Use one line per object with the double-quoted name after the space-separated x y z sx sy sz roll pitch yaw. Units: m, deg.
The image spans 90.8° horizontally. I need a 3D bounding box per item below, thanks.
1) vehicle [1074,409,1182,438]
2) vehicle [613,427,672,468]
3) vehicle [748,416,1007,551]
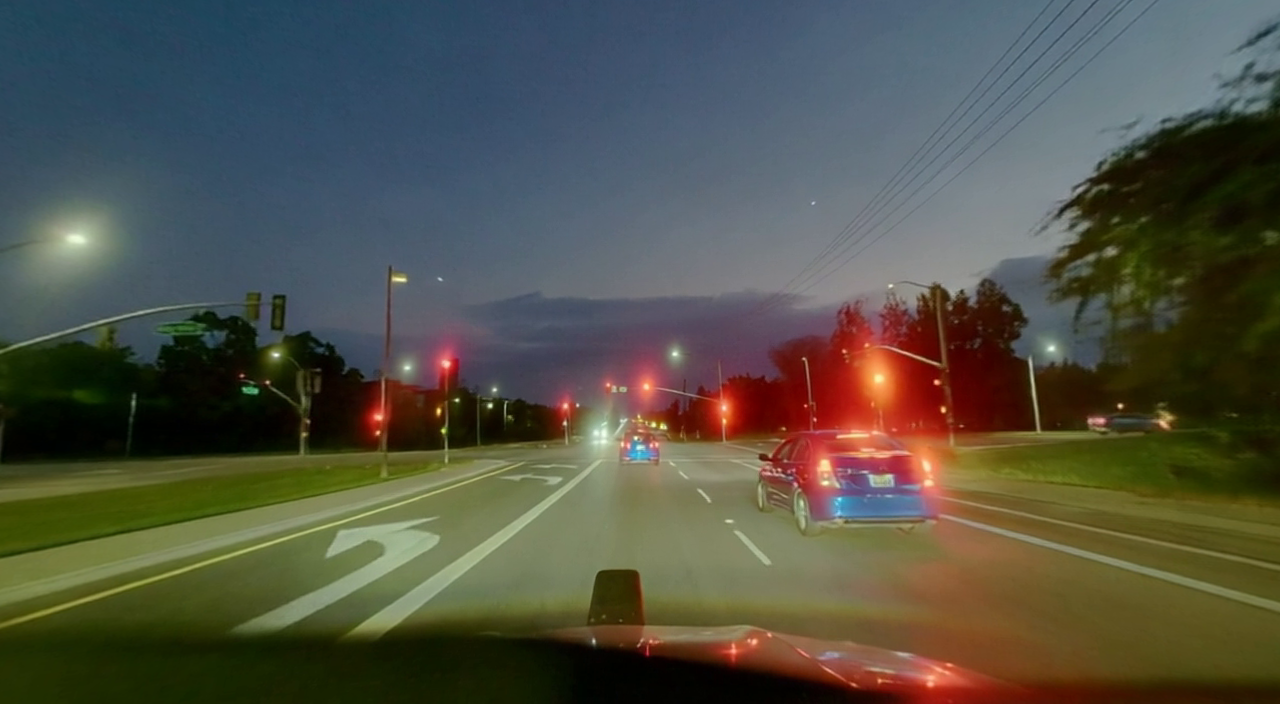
33.461 4.958 43.417 5.668 1.925 2.384 1 -8 -6 "vehicle"
0.105 3.729 24.635 2.110 1.466 3.860 0 -8 0 "vehicle"
2.954 1.749 9.048 2.004 1.448 4.263 0 -8 -1 "vehicle"
